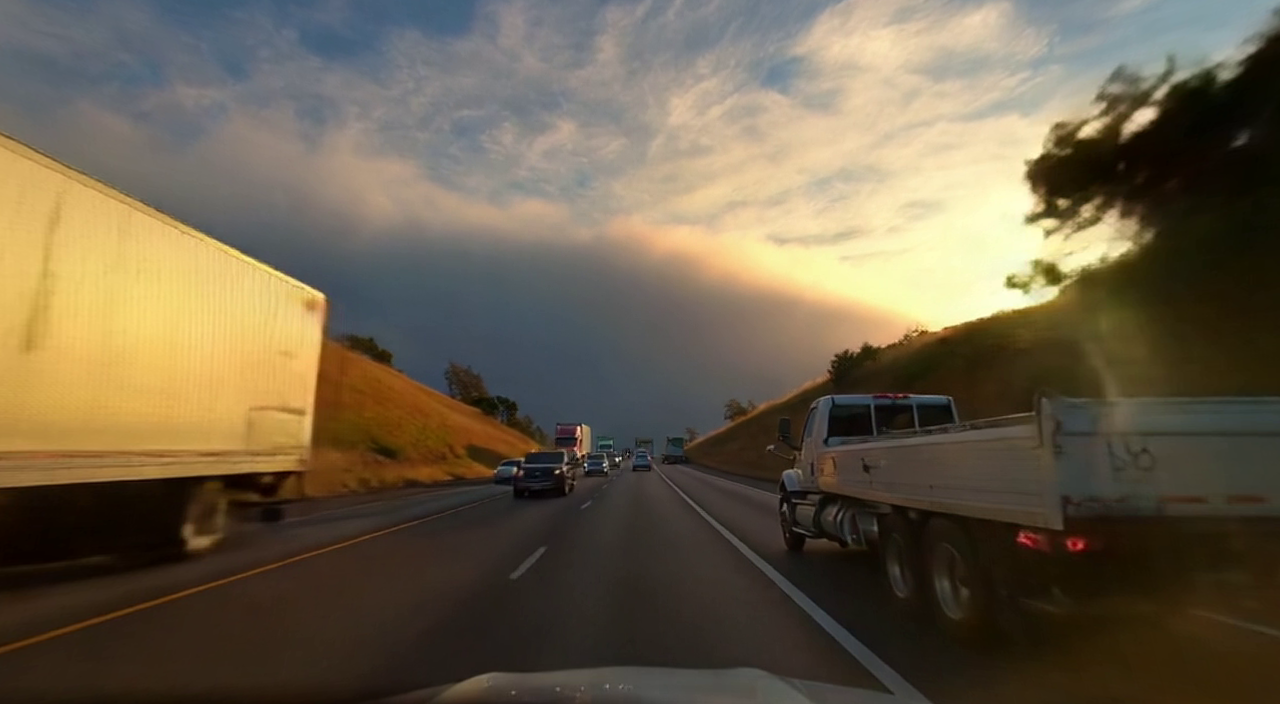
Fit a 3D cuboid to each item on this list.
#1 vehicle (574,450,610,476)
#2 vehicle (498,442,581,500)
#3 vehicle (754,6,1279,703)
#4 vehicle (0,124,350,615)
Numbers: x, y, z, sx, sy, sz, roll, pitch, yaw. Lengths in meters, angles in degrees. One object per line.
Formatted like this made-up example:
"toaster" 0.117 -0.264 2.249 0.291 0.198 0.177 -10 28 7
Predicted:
"vehicle" -3.077 7.173 40.910 2.005 1.598 3.684 0 -9 1
"vehicle" -3.194 3.859 20.880 2.008 1.671 4.126 0 -9 1
"vehicle" 3.215 0.369 6.354 2.959 3.973 5.928 0 -9 0
"vehicle" -6.783 0.028 4.477 2.849 4.061 13.858 0 -9 0
